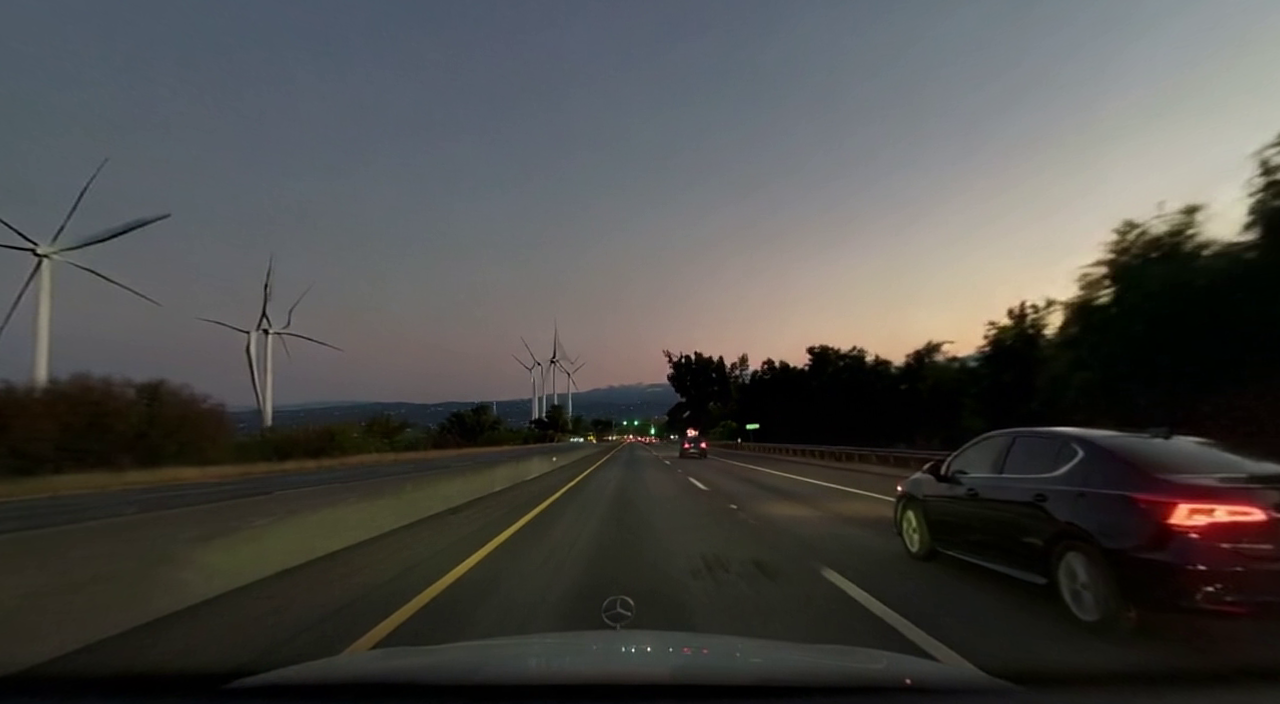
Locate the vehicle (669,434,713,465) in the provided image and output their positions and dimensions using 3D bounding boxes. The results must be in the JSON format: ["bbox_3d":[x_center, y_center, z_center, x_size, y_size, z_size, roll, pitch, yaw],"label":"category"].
[{"bbox_3d":[2.893,5.632,36.630,2.066,1.661,4.500,0,-8,-2],"label":"vehicle"}]

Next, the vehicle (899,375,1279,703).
[{"bbox_3d":[3.696,1.117,4.161,2.038,1.624,4.312,0,-8,-1],"label":"vehicle"}]
